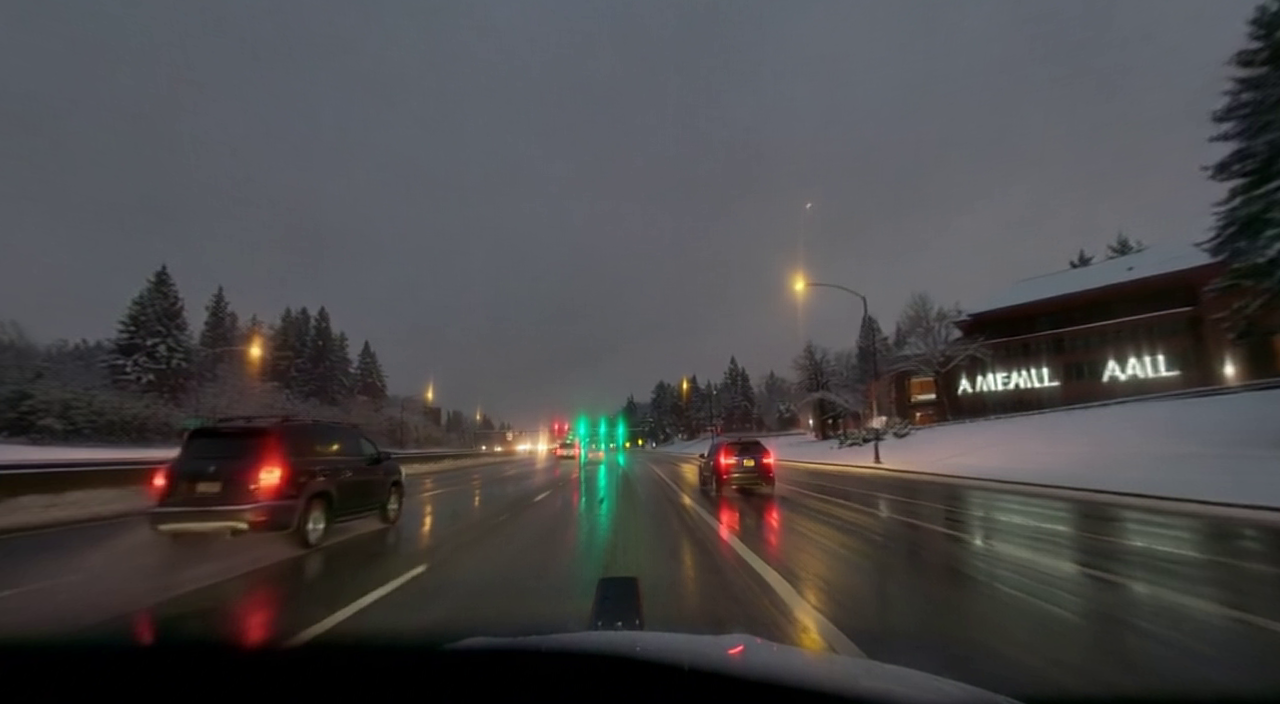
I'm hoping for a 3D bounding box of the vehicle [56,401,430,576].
[{"bbox_3d":[-4.866,1.740,8.913,2.176,1.779,4.755,0,-8,0],"label":"vehicle"}]

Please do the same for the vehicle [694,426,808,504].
[{"bbox_3d":[2.620,2.786,16.025,1.997,1.686,4.247,0,-8,-2],"label":"vehicle"}]

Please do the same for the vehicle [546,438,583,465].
[{"bbox_3d":[-5.288,7.014,44.750,2.160,1.794,4.646,0,-8,-2],"label":"vehicle"}]
